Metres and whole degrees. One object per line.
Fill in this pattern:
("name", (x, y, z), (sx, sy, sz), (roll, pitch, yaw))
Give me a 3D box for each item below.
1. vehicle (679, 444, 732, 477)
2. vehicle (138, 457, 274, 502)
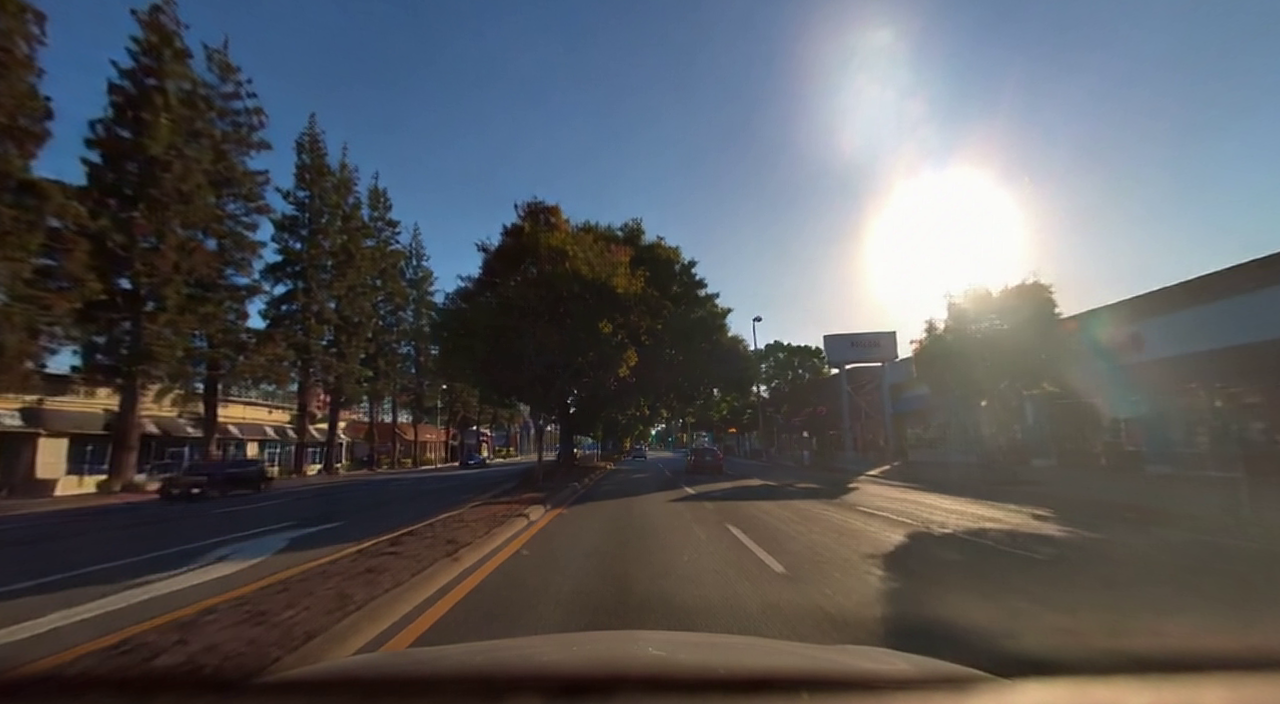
("vehicle", (3.086, 5.203, 30.622), (1.983, 1.482, 4.463), (0, -9, -1))
("vehicle", (-16.335, 4.786, 24.134), (1.944, 1.482, 4.504), (0, -9, 0))
